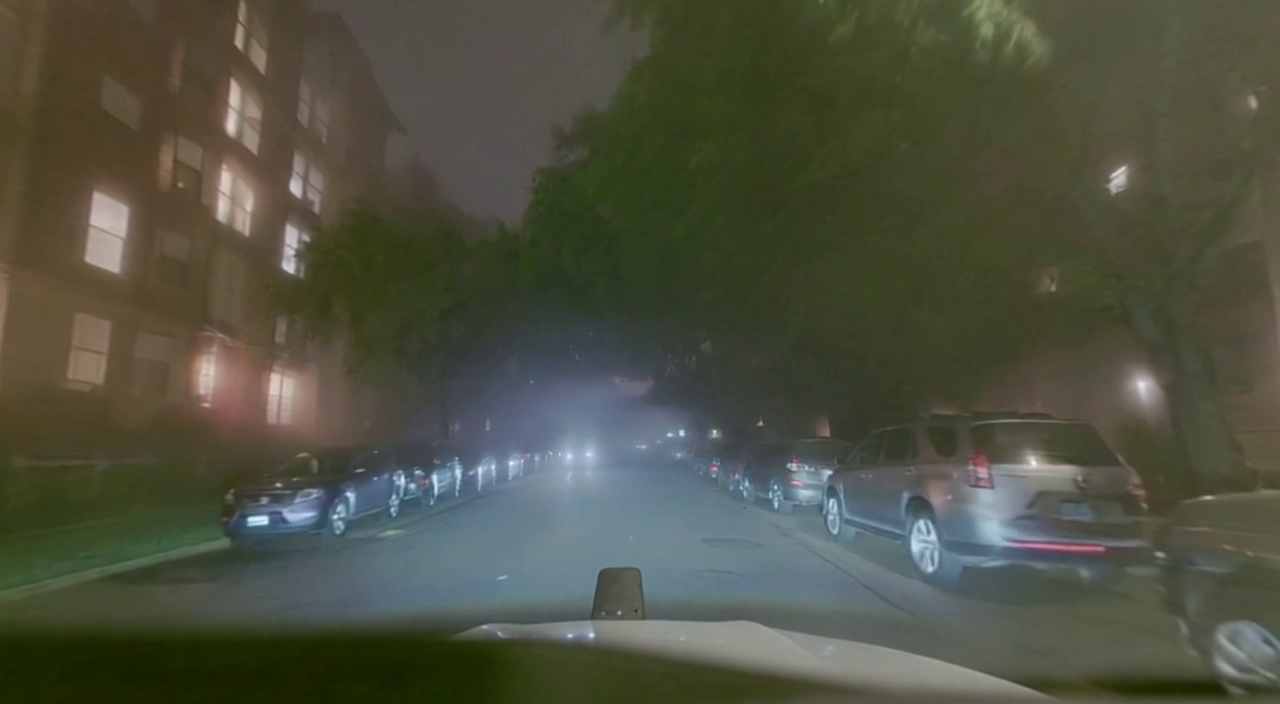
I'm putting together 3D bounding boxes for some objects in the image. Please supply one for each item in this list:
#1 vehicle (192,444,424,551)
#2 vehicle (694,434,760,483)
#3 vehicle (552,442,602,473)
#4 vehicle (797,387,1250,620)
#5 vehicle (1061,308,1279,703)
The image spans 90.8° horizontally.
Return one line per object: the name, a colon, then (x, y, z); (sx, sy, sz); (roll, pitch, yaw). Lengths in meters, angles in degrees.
vehicle: (-5.466, 2.392, 11.203); (1.647, 1.481, 4.433); (0, -8, 1)
vehicle: (3.288, 4.117, 24.710); (1.797, 1.717, 4.384); (0, -8, -2)
vehicle: (-3.205, 5.457, 32.850); (1.939, 1.504, 4.121); (-1, -8, 3)
vehicle: (3.501, 1.492, 7.264); (1.972, 1.725, 4.956); (0, -8, -2)
vehicle: (3.393, 0.547, 1.079); (1.835, 1.809, 4.997); (0, -8, -1)
